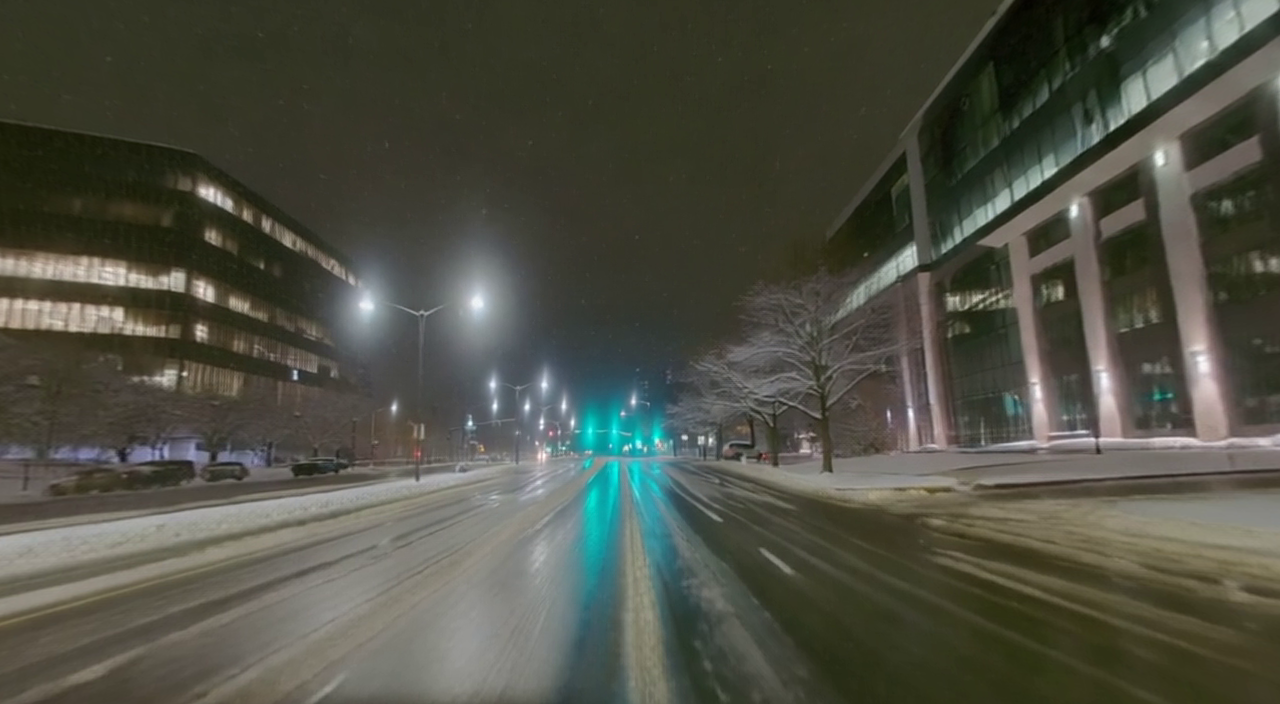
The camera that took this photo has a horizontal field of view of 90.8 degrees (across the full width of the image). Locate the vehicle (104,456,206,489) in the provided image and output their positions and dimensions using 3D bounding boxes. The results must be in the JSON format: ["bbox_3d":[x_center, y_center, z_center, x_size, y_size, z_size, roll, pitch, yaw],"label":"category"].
[{"bbox_3d":[-33.672,8.321,44.160,2.483,2.000,6.110,0,-8,-2],"label":"vehicle"}]

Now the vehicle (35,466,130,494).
[{"bbox_3d":[-33.537,7.691,38.211,1.868,1.467,4.423,0,-8,-3],"label":"vehicle"}]
